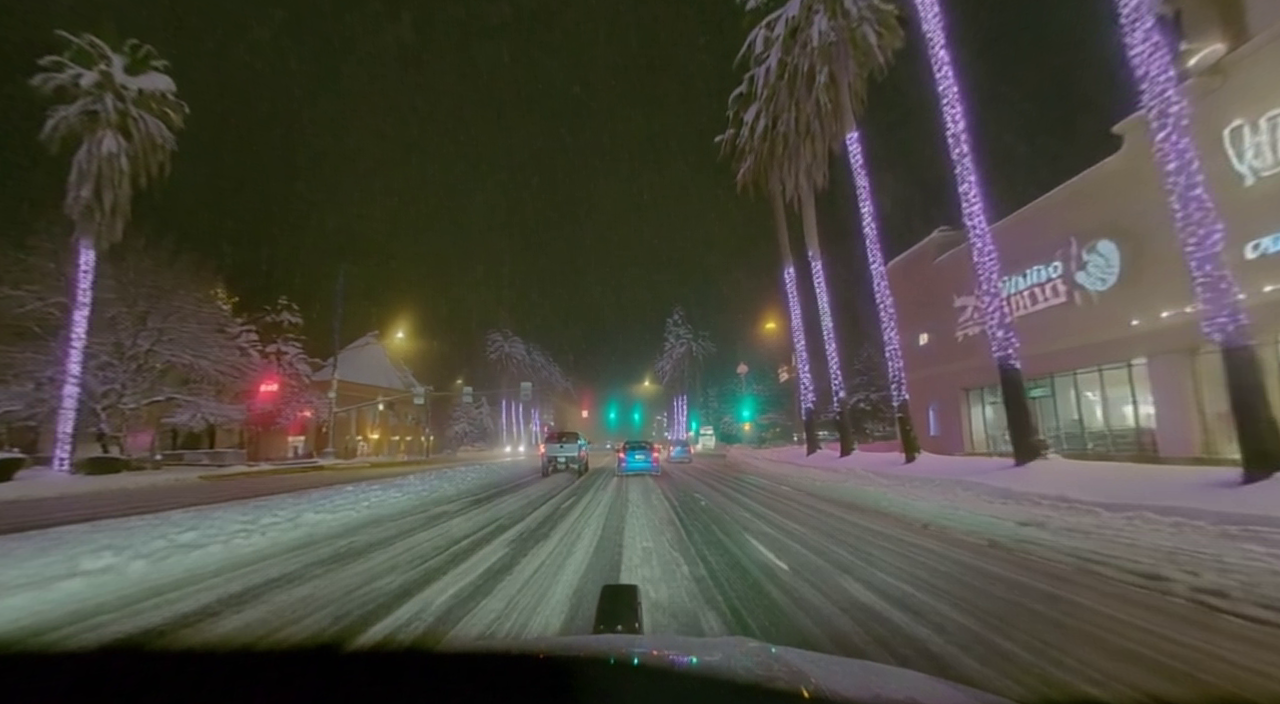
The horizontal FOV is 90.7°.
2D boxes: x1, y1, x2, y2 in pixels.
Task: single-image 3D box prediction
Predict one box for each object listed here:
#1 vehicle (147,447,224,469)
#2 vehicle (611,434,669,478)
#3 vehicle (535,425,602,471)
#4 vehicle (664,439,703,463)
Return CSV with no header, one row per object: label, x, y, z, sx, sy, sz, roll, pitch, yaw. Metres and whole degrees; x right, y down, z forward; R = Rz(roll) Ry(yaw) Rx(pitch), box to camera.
vehicle,-34.698,8.072,48.336,4.278,1.652,2.100,-1,-9,3
vehicle,-0.039,4.177,25.583,2.160,1.615,4.117,0,-9,-1
vehicle,-3.389,4.781,31.433,2.672,2.064,5.681,0,-9,0
vehicle,2.814,6.575,41.972,2.085,1.482,4.491,0,-9,-2
